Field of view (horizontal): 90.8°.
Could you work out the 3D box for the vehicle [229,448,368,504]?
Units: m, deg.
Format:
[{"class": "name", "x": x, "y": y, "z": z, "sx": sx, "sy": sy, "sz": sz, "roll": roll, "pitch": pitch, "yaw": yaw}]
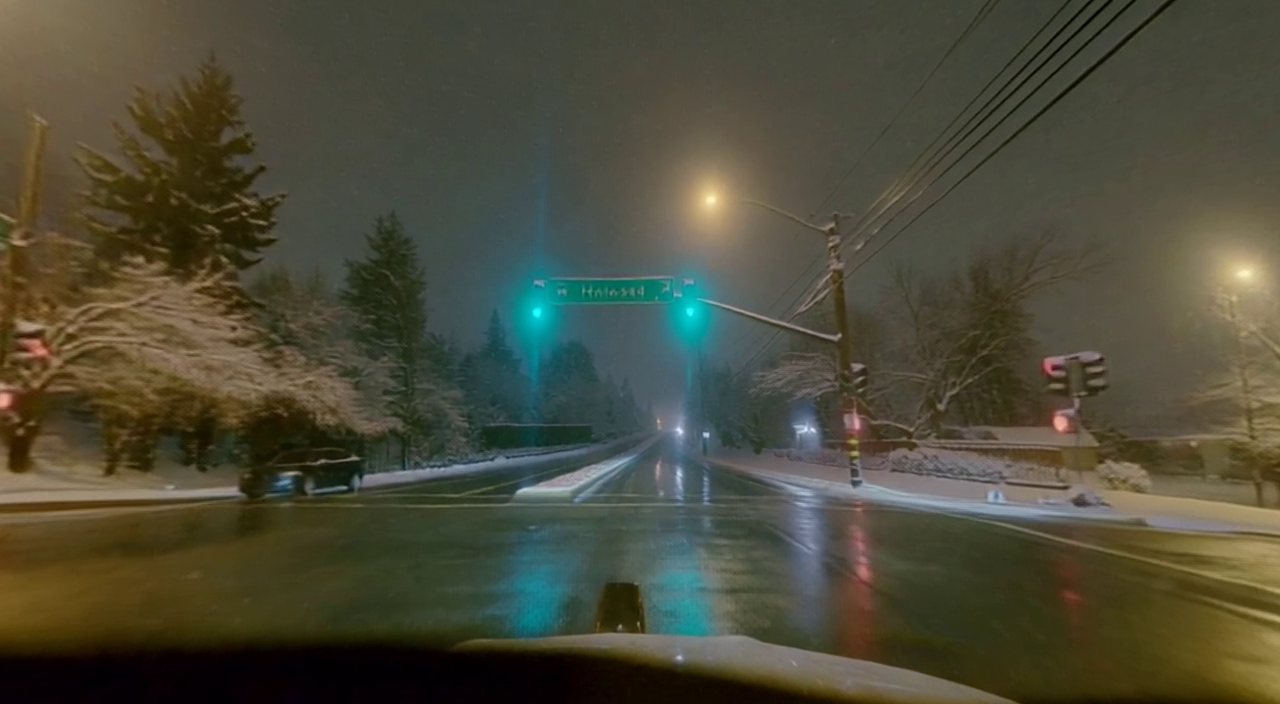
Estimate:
[{"class": "vehicle", "x": -10.465, "y": 3.794, "z": 19.778, "sx": 1.983, "sy": 1.482, "sz": 4.190, "roll": 0, "pitch": -8, "yaw": 1}]
